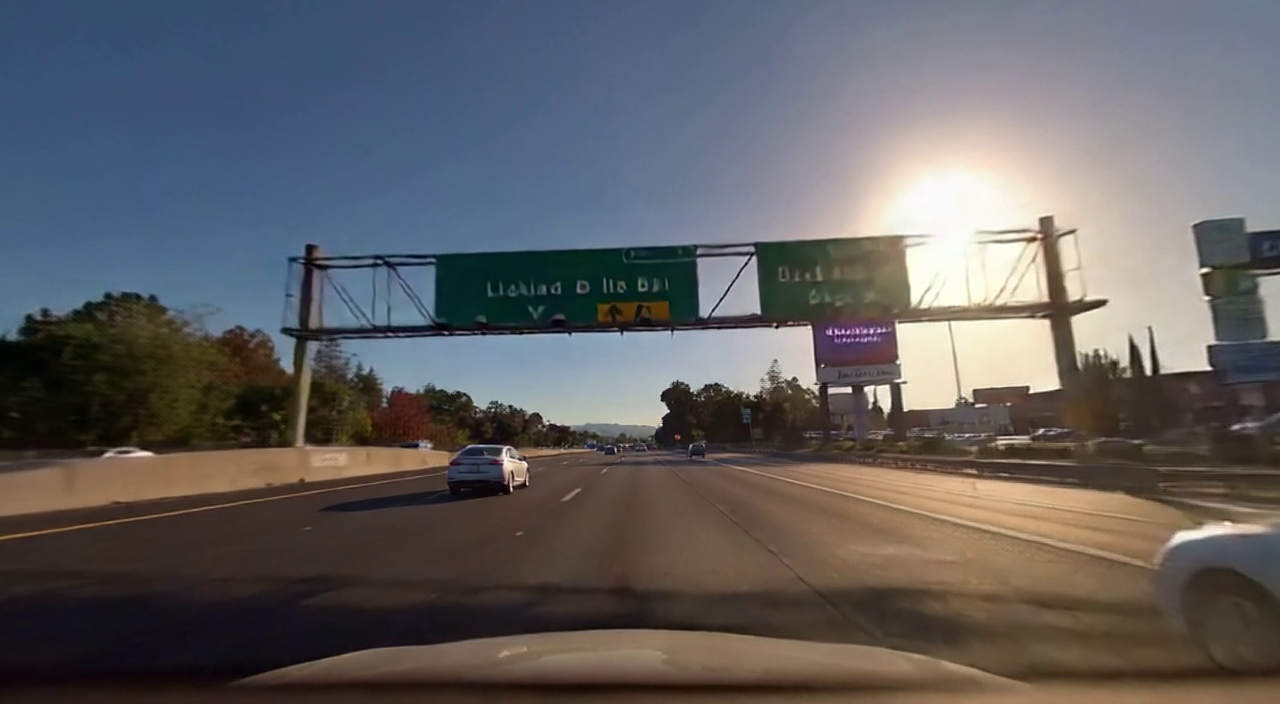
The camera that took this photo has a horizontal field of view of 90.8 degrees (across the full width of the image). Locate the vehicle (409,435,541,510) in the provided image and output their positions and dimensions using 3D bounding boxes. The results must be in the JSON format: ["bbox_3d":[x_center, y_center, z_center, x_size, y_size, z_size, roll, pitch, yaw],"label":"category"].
[{"bbox_3d":[-3.687,2.759,14.961,1.939,1.508,4.272,0,-8,1],"label":"vehicle"}]

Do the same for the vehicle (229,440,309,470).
[{"bbox_3d":[-18.916,5.242,32.382,1.782,1.443,3.767,0,-8,0],"label":"vehicle"}]

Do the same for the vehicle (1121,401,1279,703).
[{"bbox_3d":[3.973,0.745,1.237,2.164,1.507,4.914,0,-8,0],"label":"vehicle"}]

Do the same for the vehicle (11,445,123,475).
[{"bbox_3d":[-30.414,5.708,33.728,1.835,1.455,4.387,0,-8,1],"label":"vehicle"}]
